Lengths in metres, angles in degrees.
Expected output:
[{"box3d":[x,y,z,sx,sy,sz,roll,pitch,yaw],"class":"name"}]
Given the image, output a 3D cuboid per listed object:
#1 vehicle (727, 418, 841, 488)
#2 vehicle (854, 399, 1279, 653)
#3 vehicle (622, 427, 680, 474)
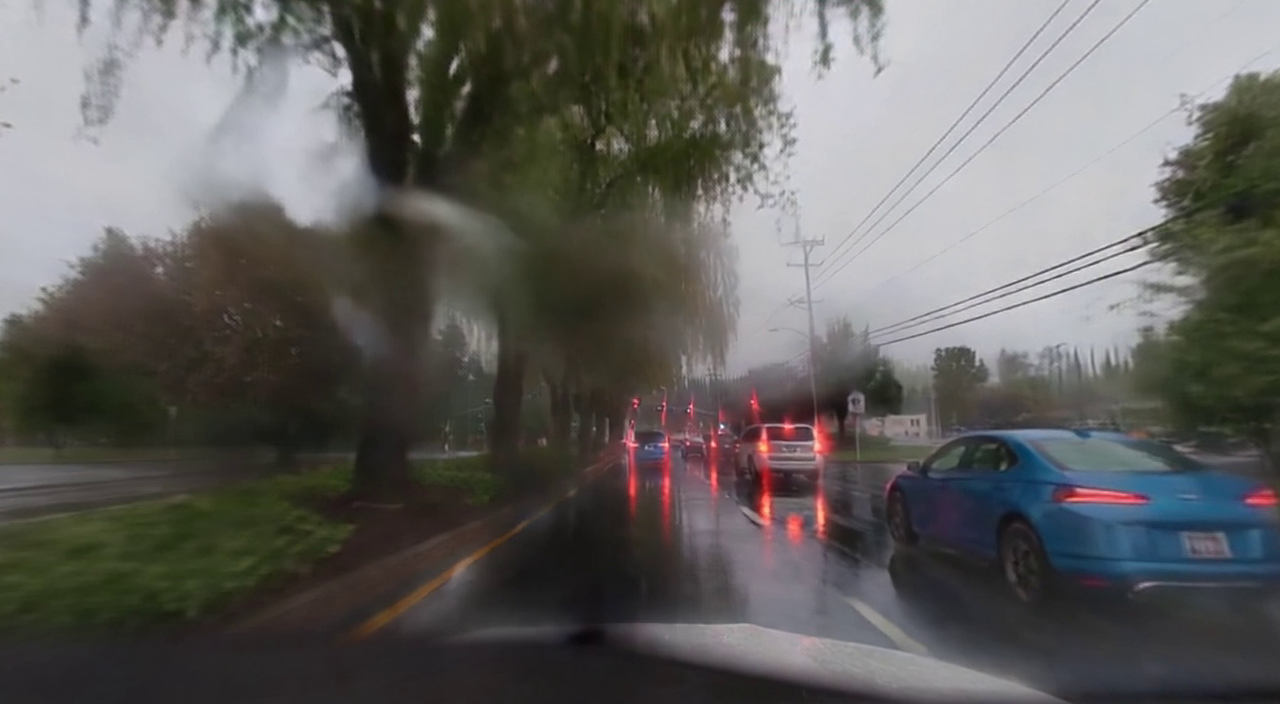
[{"box3d":[4.167,3.036,19.254,2.254,1.840,4.918,0,-8,0],"class":"vehicle"},{"box3d":[3.761,1.355,6.023,1.881,1.512,4.294,0,-8,-1],"class":"vehicle"},{"box3d":[0.426,4.023,25.895,2.163,1.746,4.073,-1,-8,0],"class":"vehicle"}]
